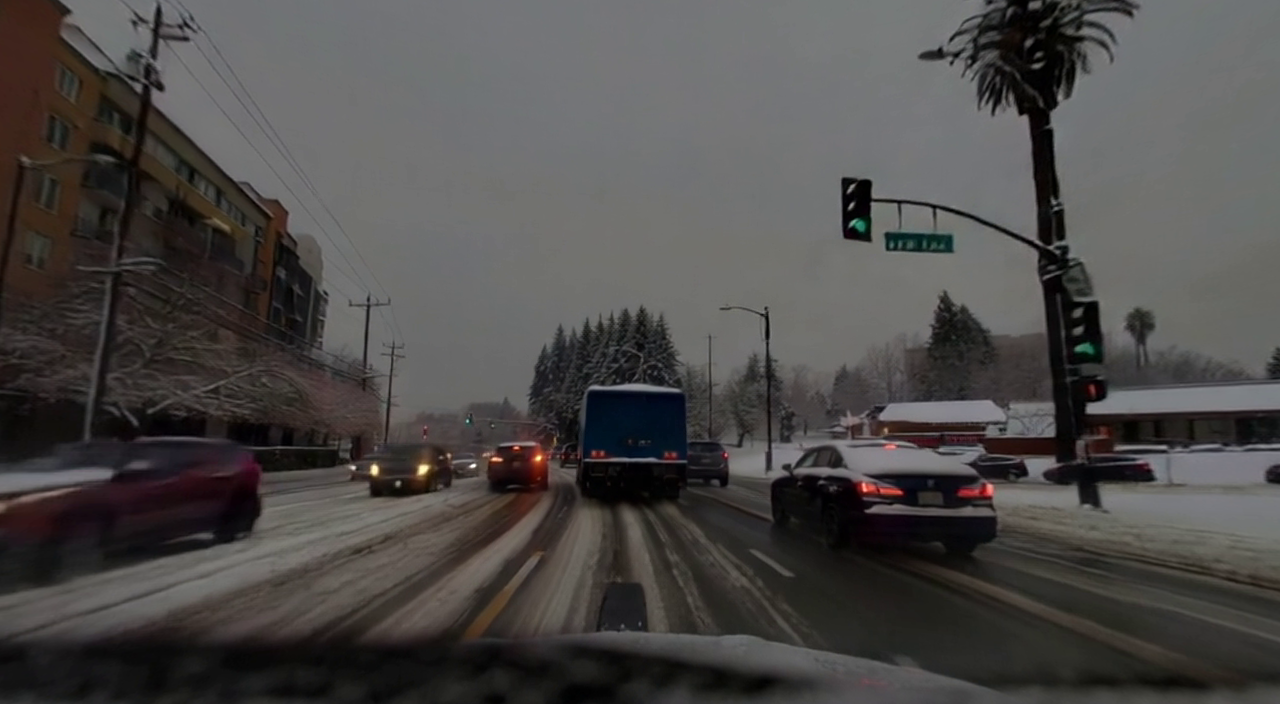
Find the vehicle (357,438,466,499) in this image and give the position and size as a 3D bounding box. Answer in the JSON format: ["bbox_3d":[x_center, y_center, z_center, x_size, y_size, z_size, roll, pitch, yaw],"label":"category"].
[{"bbox_3d":[-7.107,3.611,20.081,2.165,1.690,4.322,0,-8,-5],"label":"vehicle"}]

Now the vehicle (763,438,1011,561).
[{"bbox_3d":[3.568,2.171,10.248,1.978,1.507,4.636,0,-8,-3],"label":"vehicle"}]

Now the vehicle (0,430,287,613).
[{"bbox_3d":[-6.126,1.699,7.299,1.801,1.524,3.974,0,-8,-1],"label":"vehicle"}]

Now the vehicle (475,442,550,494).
[{"bbox_3d":[-4.267,3.913,21.766,2.033,1.555,4.408,0,-8,-5],"label":"vehicle"}]

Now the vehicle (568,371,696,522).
[{"bbox_3d":[-0.440,2.262,15.502,2.517,2.926,6.177,1,-8,-5],"label":"vehicle"}]

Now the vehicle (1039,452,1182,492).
[{"bbox_3d":[20.839,5.295,28.054,1.819,1.498,4.664,4,-9,-26],"label":"vehicle"}]
